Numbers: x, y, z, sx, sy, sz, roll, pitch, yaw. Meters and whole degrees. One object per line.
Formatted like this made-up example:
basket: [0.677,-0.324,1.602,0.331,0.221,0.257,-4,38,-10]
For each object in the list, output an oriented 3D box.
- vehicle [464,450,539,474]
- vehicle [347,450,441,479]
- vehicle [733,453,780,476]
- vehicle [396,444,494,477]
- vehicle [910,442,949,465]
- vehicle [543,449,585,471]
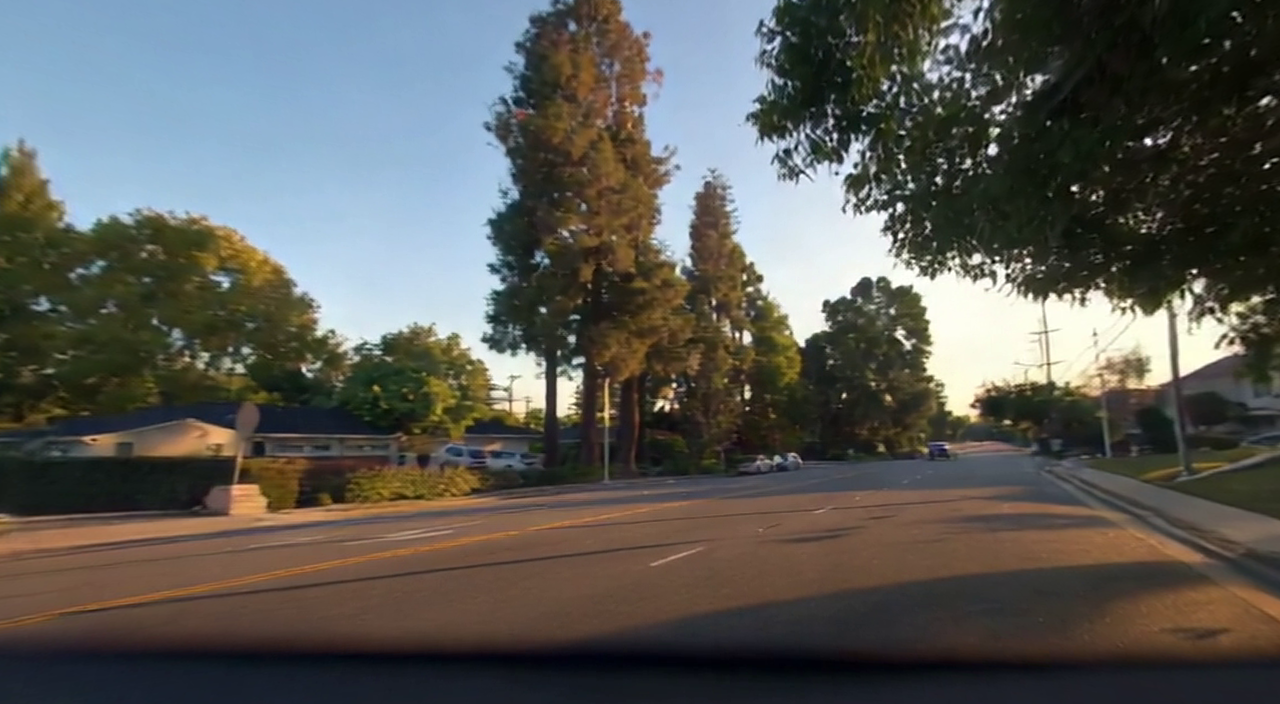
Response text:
vehicle: [-9.108,7.265,41.756,4.326,1.452,2.121,-2,-9,18]
vehicle: [-13.723,6.234,35.178,4.937,1.445,2.048,-4,-10,27]
vehicle: [8.536,8.154,45.948,1.936,1.489,4.311,-5,-10,31]
vehicle: [-11.875,6.534,38.374,5.866,1.877,2.280,-5,-10,31]
vehicle: [22.570,7.900,49.148,2.115,1.696,4.473,-5,-10,31]
vehicle: [-5.697,8.144,47.904,1.769,1.414,4.434,-1,-7,13]
